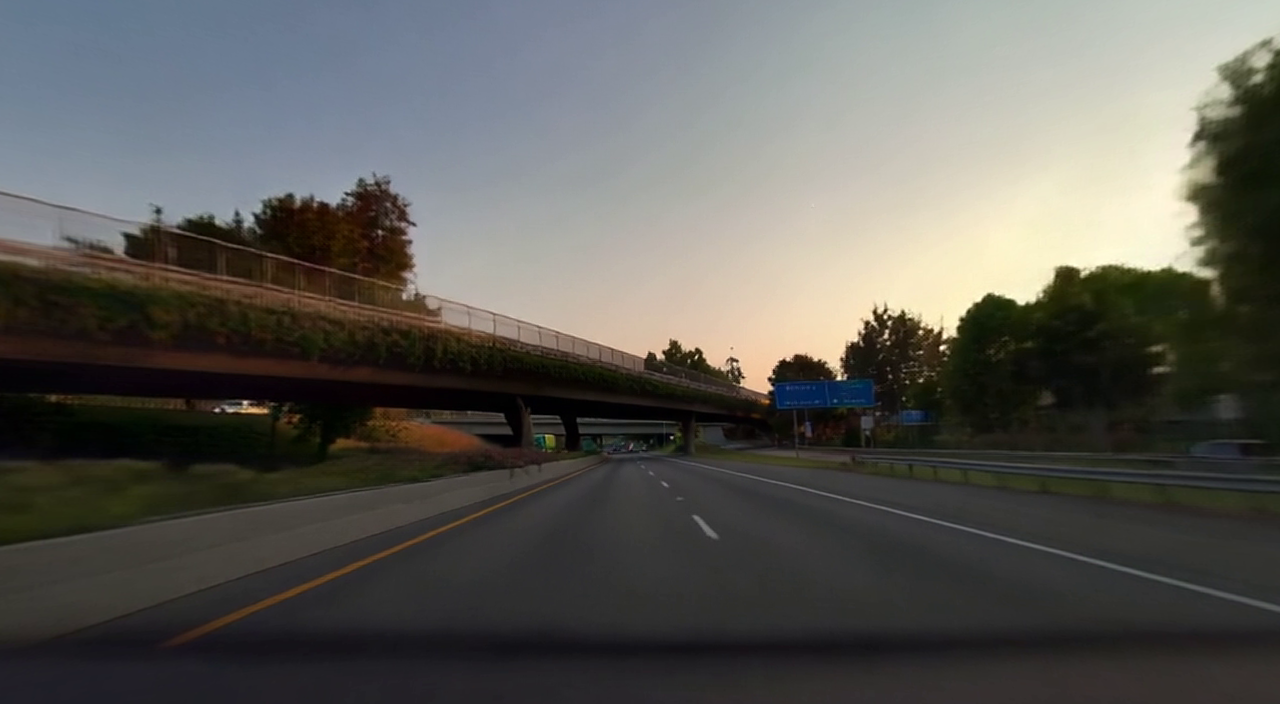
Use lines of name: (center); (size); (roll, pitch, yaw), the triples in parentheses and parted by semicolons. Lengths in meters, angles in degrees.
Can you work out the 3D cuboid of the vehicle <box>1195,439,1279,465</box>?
vehicle: (41.618, 6.901, 43.566); (4.222, 1.708, 2.085); (-1, -9, 5)
